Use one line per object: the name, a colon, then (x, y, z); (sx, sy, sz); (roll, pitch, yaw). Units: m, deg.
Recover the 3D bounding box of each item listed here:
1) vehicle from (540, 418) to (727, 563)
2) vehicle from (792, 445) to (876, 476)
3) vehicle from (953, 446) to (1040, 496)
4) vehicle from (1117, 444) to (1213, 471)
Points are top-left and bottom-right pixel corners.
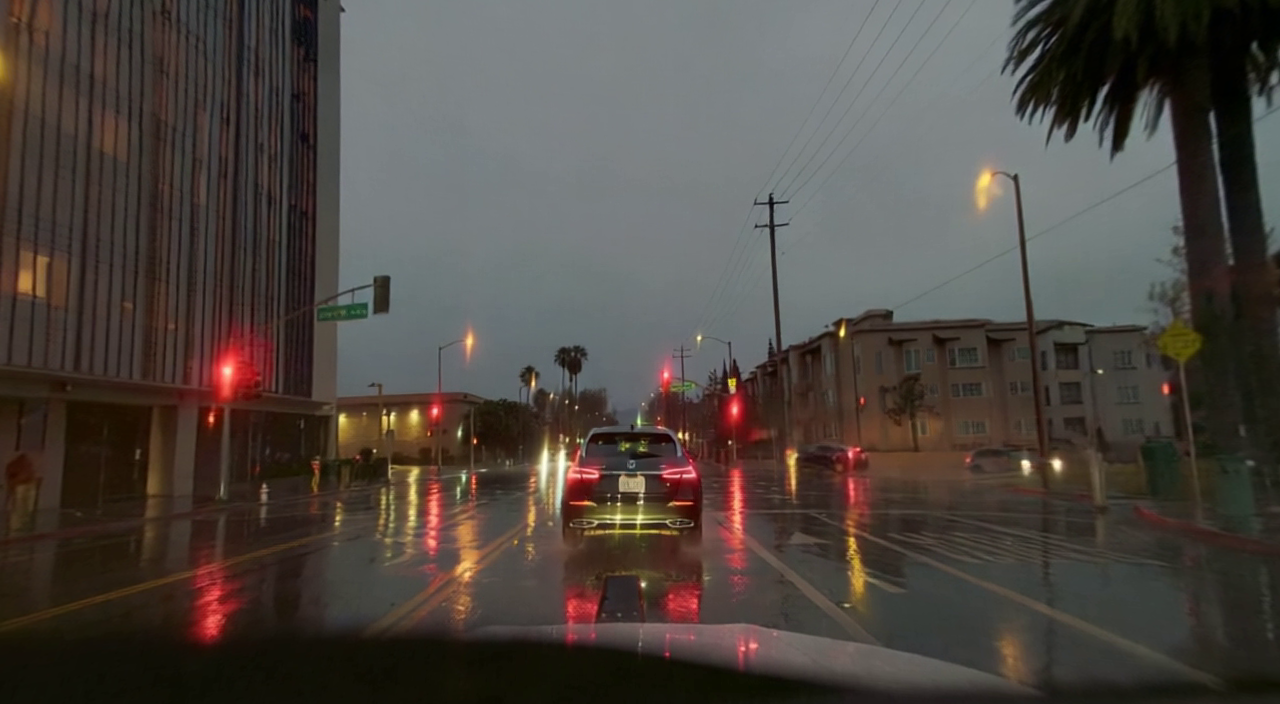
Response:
vehicle: (-0.077, 1.877, 9.237); (2.144, 1.643, 3.770); (0, -8, 0)
vehicle: (11.227, 6.229, 36.538); (4.494, 1.704, 1.976); (-3, -9, 20)
vehicle: (12.974, 4.234, 22.869); (2.004, 1.593, 4.118); (-7, -11, 37)
vehicle: (32.174, 6.465, 38.764); (4.234, 1.613, 1.812); (0, -8, -1)
